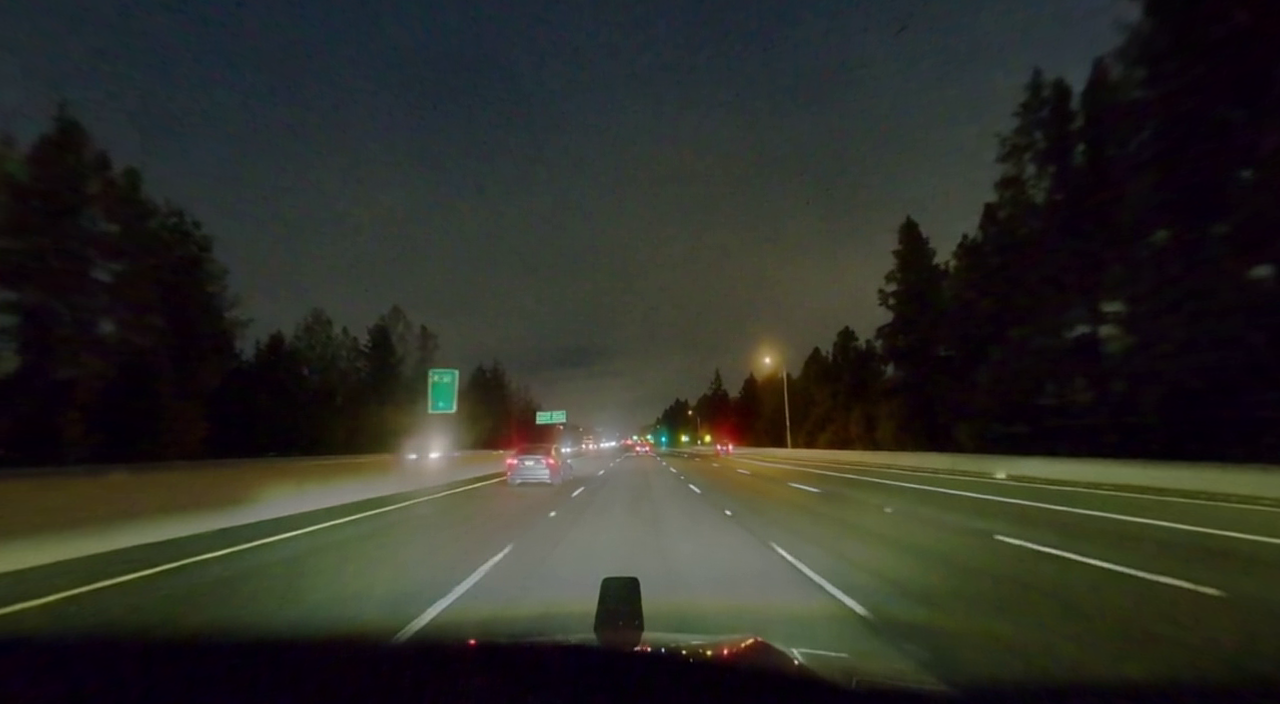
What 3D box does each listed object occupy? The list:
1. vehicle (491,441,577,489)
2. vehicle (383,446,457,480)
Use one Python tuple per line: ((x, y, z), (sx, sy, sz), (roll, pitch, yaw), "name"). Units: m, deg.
((-3.630, 3.972, 22.510), (2.162, 1.493, 4.583), (0, -8, 1), "vehicle")
((-10.543, 5.317, 30.549), (1.885, 1.527, 4.459), (0, -9, 1), "vehicle")
